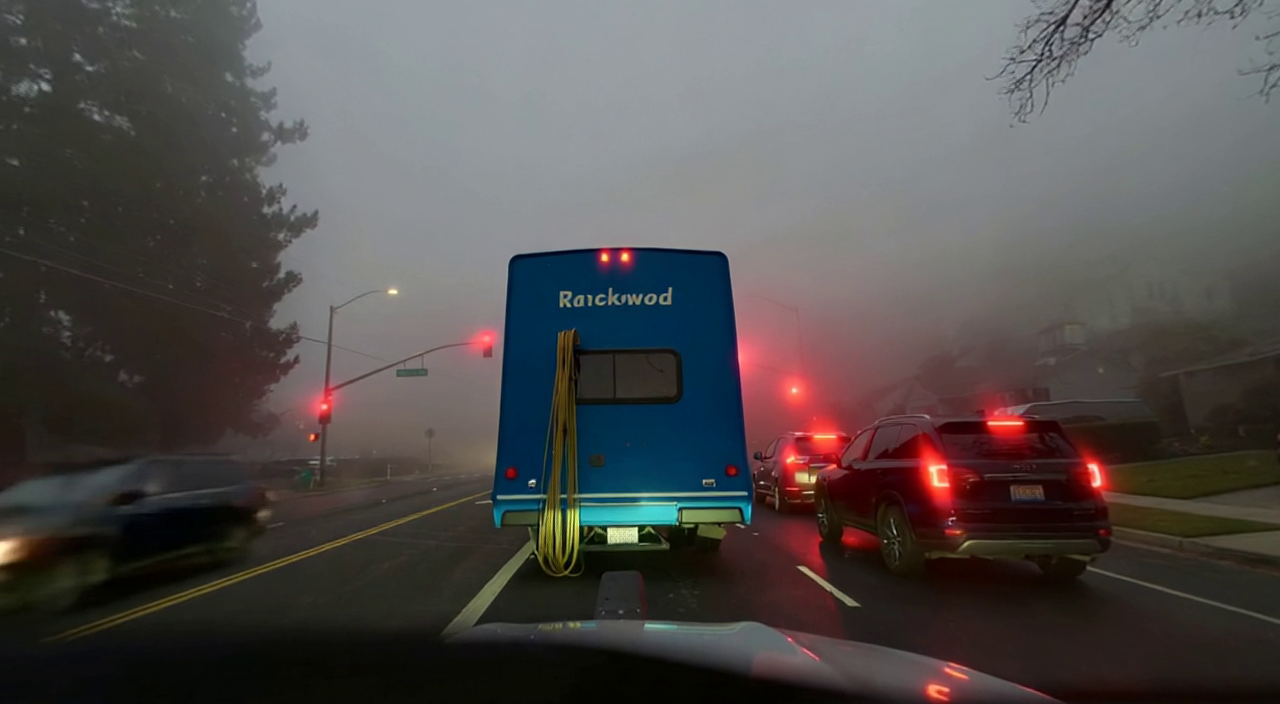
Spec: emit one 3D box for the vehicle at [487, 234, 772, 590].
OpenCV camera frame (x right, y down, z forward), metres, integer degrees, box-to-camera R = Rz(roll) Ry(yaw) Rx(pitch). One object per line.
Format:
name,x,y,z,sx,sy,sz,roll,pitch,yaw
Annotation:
vehicle,-0.106,1.131,10.318,2.709,3.511,8.213,0,-9,0

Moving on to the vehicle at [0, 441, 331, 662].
vehicle,-5.376,1.714,6.625,1.979,1.483,4.668,0,-9,-1

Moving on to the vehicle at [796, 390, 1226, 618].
vehicle,3.410,1.494,7.134,2.104,1.735,4.408,0,-9,0
